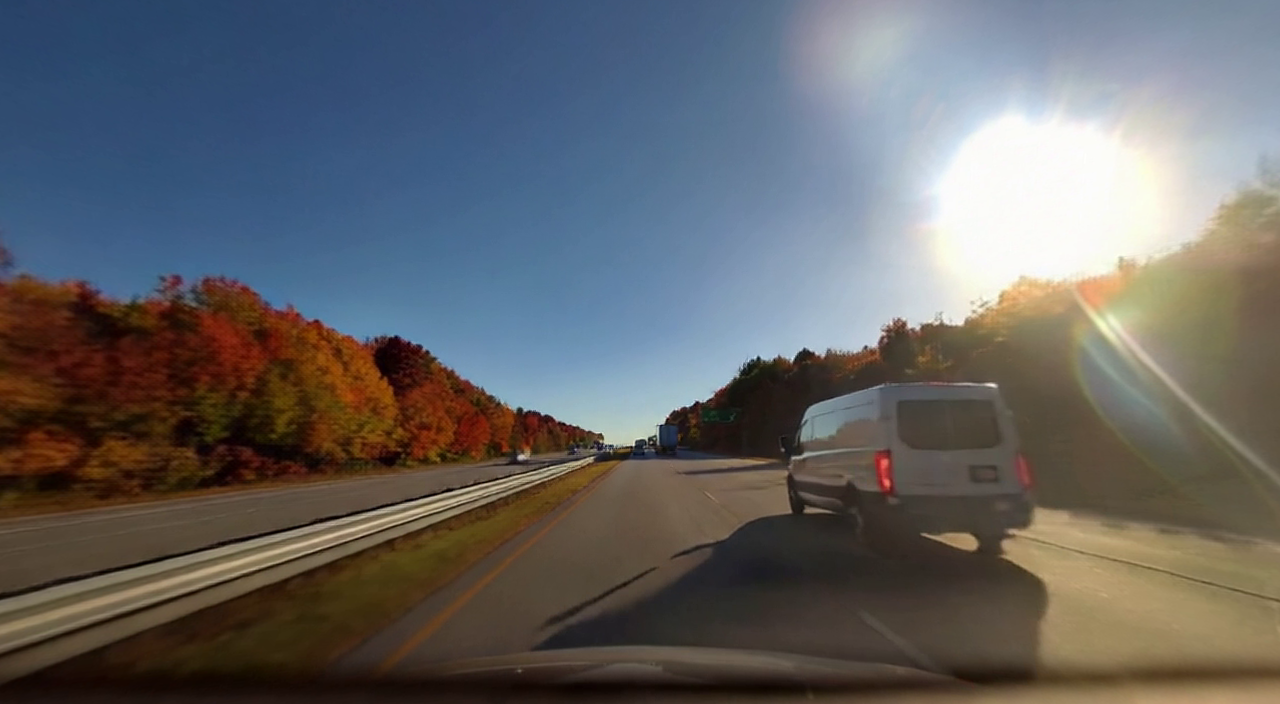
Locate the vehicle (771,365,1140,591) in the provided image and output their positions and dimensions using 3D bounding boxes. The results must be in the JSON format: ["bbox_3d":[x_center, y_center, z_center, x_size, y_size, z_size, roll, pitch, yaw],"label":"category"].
[{"bbox_3d":[3.495,1.540,8.507,2.291,2.112,5.052,0,-8,0],"label":"vehicle"}]

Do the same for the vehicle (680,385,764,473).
[{"bbox_3d":[4.437,4.827,38.006,3.208,4.202,15.777,0,-8,1],"label":"vehicle"}]
